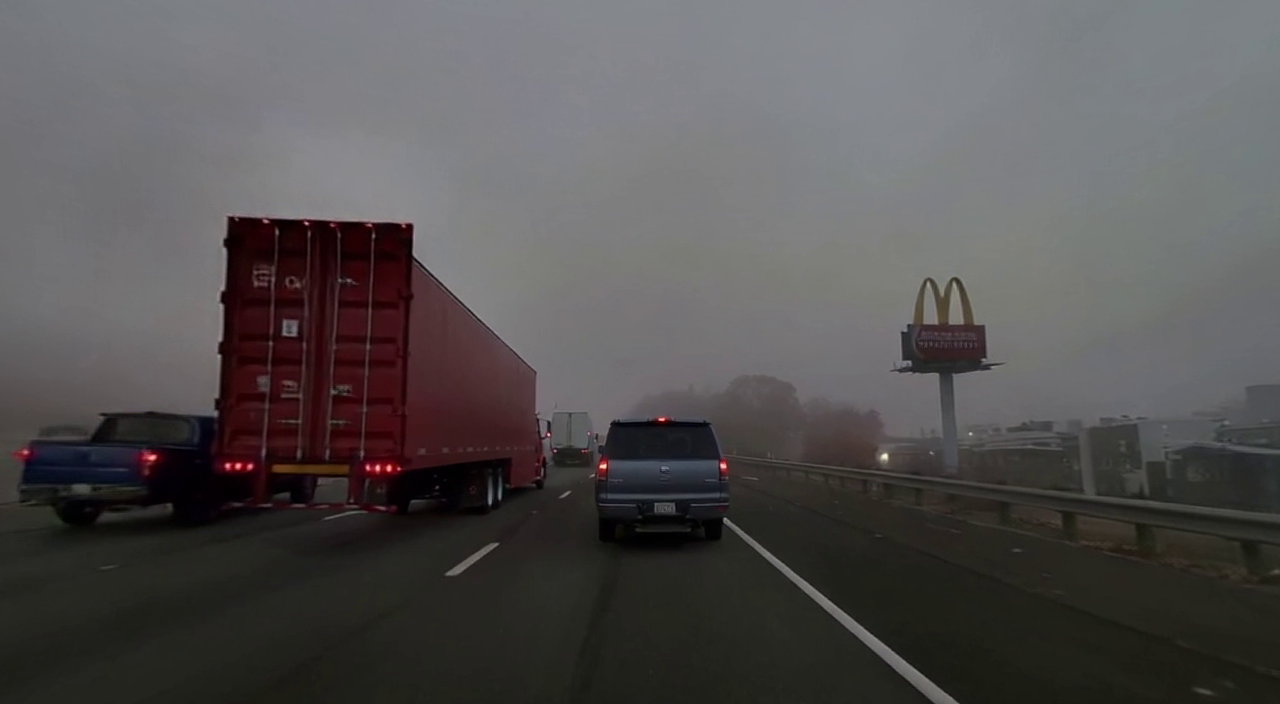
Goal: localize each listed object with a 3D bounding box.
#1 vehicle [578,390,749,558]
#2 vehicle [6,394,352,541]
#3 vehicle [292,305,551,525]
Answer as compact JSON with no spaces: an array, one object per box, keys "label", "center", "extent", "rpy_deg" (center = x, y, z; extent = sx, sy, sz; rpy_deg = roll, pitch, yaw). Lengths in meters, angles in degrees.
[{"label":"vehicle","center":[0.171,1.694,9.301],"extent":[1.947,1.910,4.040],"rpy_deg":[0,-9,-3]},{"label":"vehicle","center":[-7.754,2.038,11.696],"extent":[2.218,2.047,5.586],"rpy_deg":[0,-9,-1]},{"label":"vehicle","center":[-4.045,1.608,14.348],"extent":[2.814,3.513,8.529],"rpy_deg":[0,-9,0]}]
